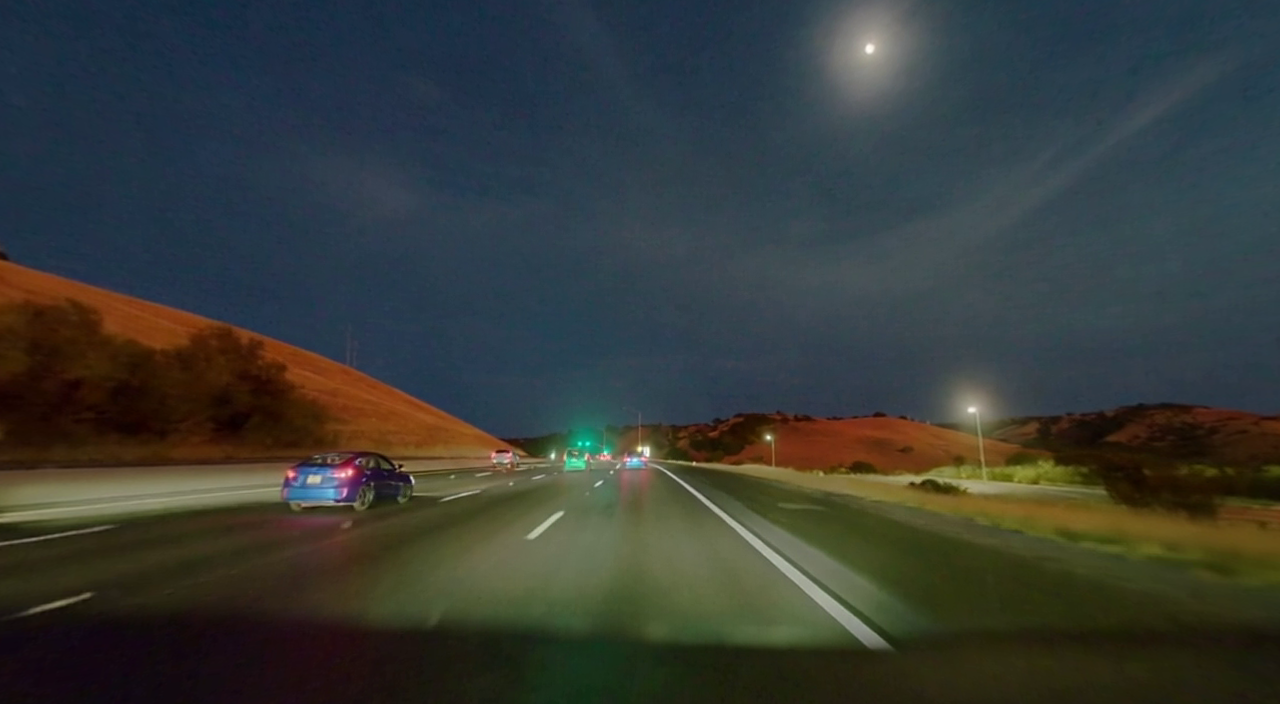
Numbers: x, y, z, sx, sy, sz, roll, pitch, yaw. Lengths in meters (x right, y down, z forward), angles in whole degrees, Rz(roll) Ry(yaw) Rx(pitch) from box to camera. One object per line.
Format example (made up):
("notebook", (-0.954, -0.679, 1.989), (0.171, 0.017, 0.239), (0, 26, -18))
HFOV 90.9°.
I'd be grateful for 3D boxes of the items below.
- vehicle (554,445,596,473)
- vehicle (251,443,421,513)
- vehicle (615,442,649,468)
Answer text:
("vehicle", (-3.880, 6.457, 38.296), (2.144, 1.505, 4.649), (0, -8, -1))
("vehicle", (-7.182, 2.984, 15.505), (1.991, 1.441, 4.265), (0, -8, 1))
("vehicle", (-0.594, 7.076, 43.458), (2.225, 1.674, 4.044), (0, -8, -2))
